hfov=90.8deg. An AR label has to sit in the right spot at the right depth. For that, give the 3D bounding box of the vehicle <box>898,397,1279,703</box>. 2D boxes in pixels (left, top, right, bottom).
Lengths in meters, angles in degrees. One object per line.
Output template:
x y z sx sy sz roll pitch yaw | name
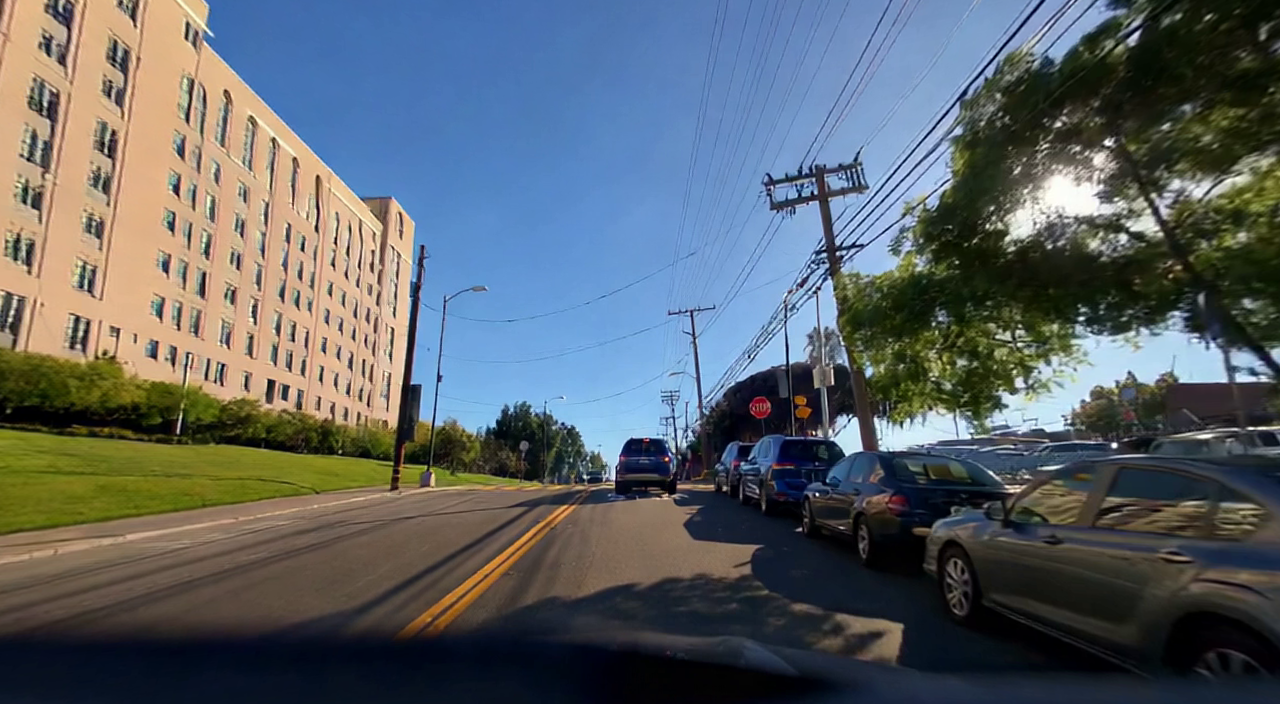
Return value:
3.358 1.144 3.531 2.041 1.581 4.089 0 -8 -1 | vehicle

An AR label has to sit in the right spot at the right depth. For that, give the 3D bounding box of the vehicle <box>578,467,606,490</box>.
-3.684 9.750 48.997 1.911 1.563 4.057 0 -8 -1 | vehicle

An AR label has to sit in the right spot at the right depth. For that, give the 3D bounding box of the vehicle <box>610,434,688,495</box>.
0.438 3.720 21.315 2.214 1.789 4.872 -1 -8 5 | vehicle
